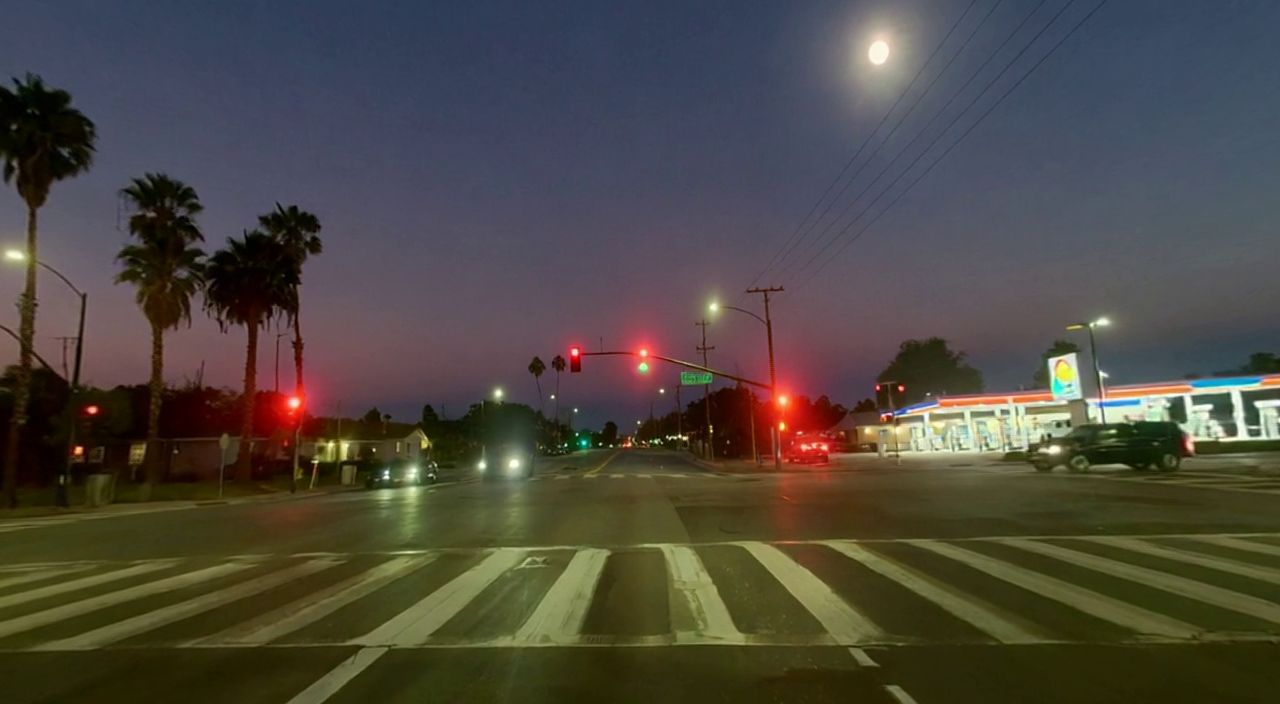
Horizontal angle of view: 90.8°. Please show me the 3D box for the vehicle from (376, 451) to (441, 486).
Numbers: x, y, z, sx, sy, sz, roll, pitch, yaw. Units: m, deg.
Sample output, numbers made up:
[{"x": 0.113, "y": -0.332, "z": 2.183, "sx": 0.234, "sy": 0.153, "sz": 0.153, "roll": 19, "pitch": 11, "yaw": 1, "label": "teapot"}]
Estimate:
[{"x": -13.052, "y": 6.554, "z": 35.945, "sx": 2.009, "sy": 1.777, "sz": 4.559, "roll": 0, "pitch": -9, "yaw": -1, "label": "vehicle"}]

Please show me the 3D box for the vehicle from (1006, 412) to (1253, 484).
[{"x": 13.091, "y": 2.588, "z": 17.137, "sx": 5.086, "sy": 1.817, "sz": 1.952, "roll": 0, "pitch": -9, "yaw": -3, "label": "vehicle"}]

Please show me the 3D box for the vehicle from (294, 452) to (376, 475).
[{"x": -20.949, "y": 7.670, "z": 43.514, "sx": 4.672, "sy": 1.469, "sz": 1.816, "roll": -1, "pitch": -9, "yaw": -2, "label": "vehicle"}]
